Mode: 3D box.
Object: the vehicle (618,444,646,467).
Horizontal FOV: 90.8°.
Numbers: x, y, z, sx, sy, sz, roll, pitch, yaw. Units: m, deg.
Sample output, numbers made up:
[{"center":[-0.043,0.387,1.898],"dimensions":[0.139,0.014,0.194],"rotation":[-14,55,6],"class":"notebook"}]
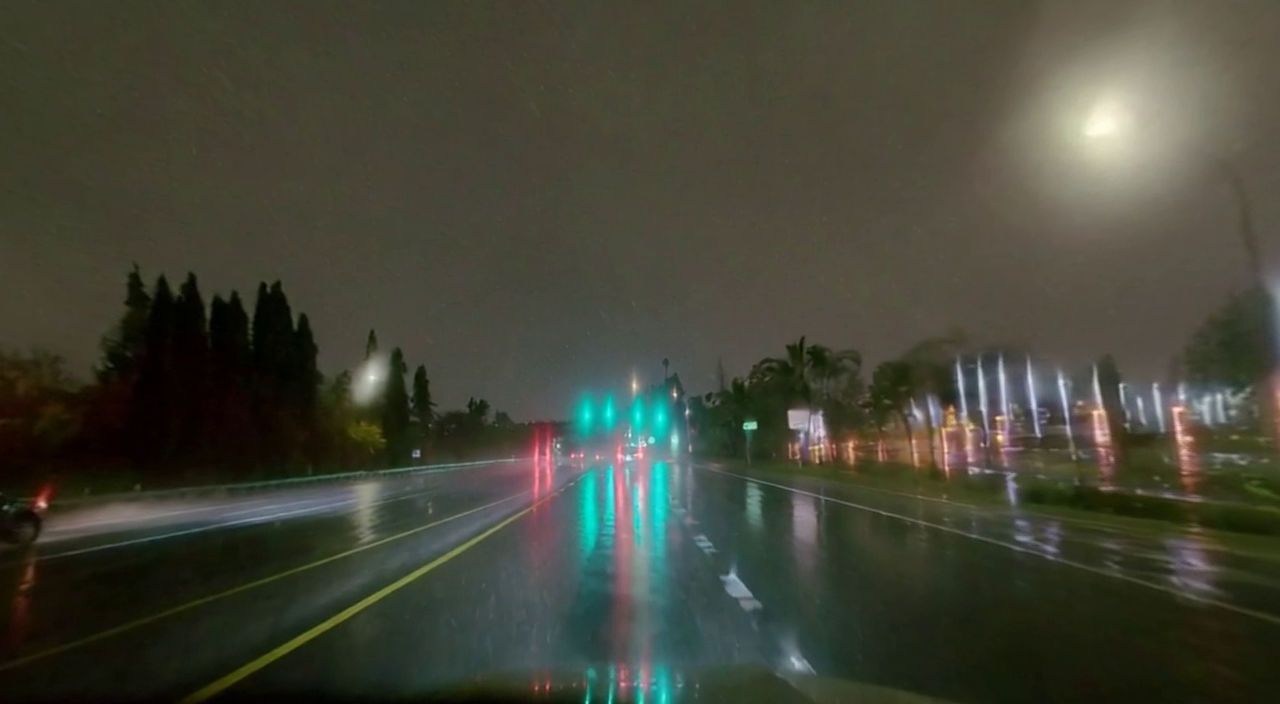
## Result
[{"center":[-0.629,7.897,48.468],"dimensions":[2.001,1.688,4.128],"rotation":[0,-8,-1],"class":"vehicle"}]
